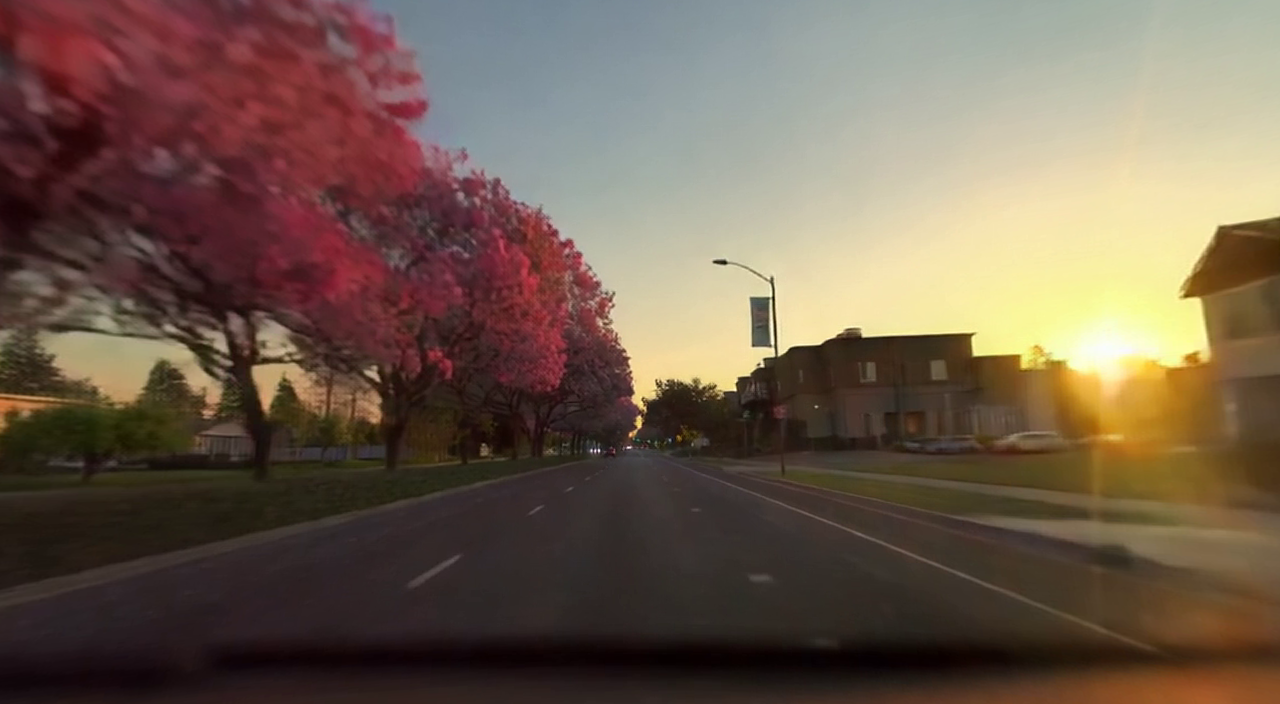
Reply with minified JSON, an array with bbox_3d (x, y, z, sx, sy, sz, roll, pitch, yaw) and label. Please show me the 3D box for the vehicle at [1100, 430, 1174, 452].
[{"bbox_3d":[36.441,6.530,46.489,1.830,1.515,4.462,0,-8,1],"label":"vehicle"}]
